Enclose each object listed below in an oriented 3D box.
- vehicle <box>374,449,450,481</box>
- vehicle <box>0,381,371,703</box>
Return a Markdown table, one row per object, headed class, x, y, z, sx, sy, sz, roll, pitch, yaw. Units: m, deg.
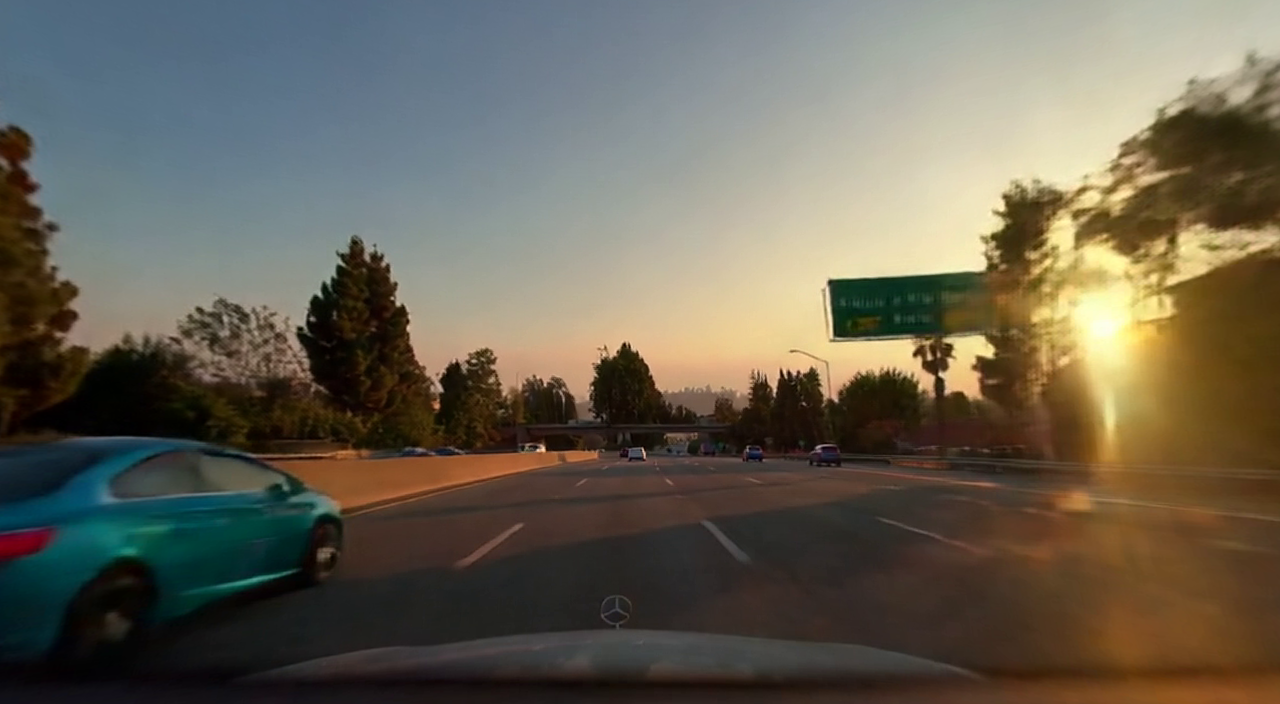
| class | x | y | z | sx | sy | sz | roll | pitch | yaw |
| --- | --- | --- | --- | --- | --- | --- | --- | --- | --- |
| vehicle | -11.203 | 5.559 | 31.415 | 2.122 | 1.455 | 4.530 | 0 | -9 | 0 |
| vehicle | -3.770 | 1.156 | 4.152 | 1.996 | 1.617 | 4.637 | 0 | -9 | -1 |
